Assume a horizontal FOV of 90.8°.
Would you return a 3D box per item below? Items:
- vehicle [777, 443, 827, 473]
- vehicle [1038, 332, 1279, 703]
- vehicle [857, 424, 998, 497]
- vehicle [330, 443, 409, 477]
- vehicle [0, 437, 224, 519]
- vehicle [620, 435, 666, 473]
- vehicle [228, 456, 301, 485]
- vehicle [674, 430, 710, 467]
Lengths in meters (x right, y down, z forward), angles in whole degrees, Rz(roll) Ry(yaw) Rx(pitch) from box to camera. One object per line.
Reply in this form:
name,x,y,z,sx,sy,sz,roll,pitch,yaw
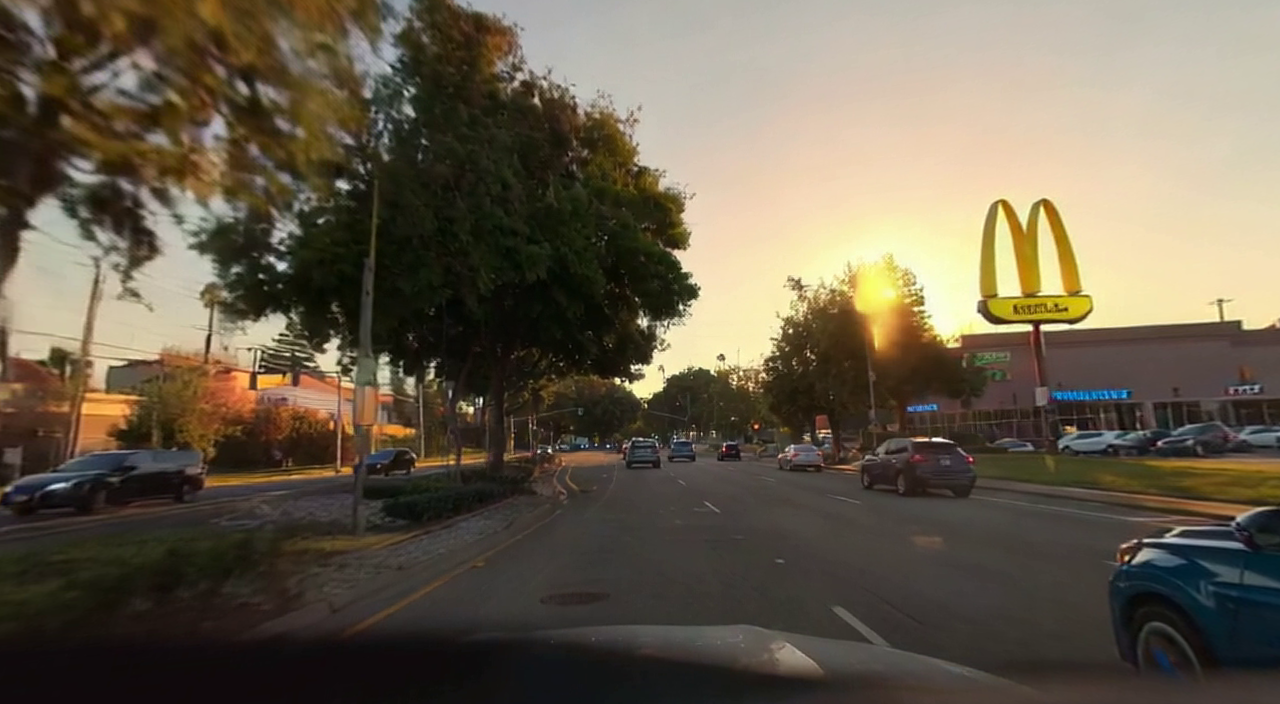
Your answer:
vehicle,8.850,5.788,34.752,1.879,1.517,4.006,-1,-9,3
vehicle,3.517,0.666,1.627,2.076,1.716,4.416,0,-9,0
vehicle,7.882,3.024,17.875,1.977,1.786,4.344,0,-9,1
vehicle,-14.490,5.802,34.116,2.136,1.676,4.371,-1,-9,3
vehicle,-13.962,3.251,16.921,2.159,1.836,5.038,0,-9,0
vehicle,0.130,5.599,34.962,2.402,1.938,4.535,0,-9,-1
vehicle,-21.875,6.885,36.962,1.879,1.520,3.830,0,-9,1
vehicle,3.795,7.157,47.062,2.239,2.586,4.586,0,-9,0
